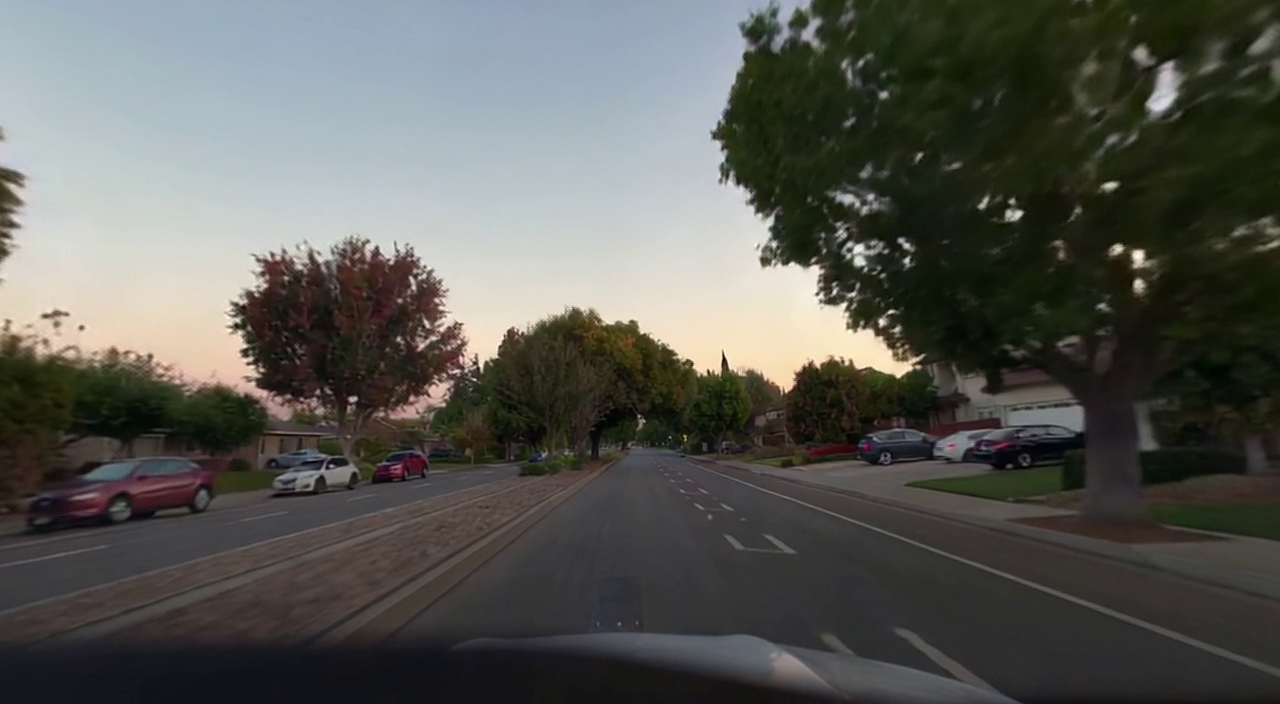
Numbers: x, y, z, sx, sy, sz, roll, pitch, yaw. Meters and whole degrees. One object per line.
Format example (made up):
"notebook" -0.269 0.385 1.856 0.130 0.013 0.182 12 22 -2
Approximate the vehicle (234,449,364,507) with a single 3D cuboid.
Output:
"vehicle" -12.132 4.455 22.965 2.007 1.663 5.077 -2 -7 -1

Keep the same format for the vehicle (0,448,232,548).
"vehicle" -12.145 3.226 14.797 1.962 1.735 4.927 -2 -7 -1

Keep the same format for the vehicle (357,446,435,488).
"vehicle" -12.295 5.780 32.191 2.105 1.930 4.541 0 -8 0

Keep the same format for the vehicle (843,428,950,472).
"vehicle" 12.200 4.657 30.244 4.194 1.850 1.951 -2 -7 -4

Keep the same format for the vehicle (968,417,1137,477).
"vehicle" 14.542 3.356 22.476 4.498 1.831 2.059 -2 -8 -1
